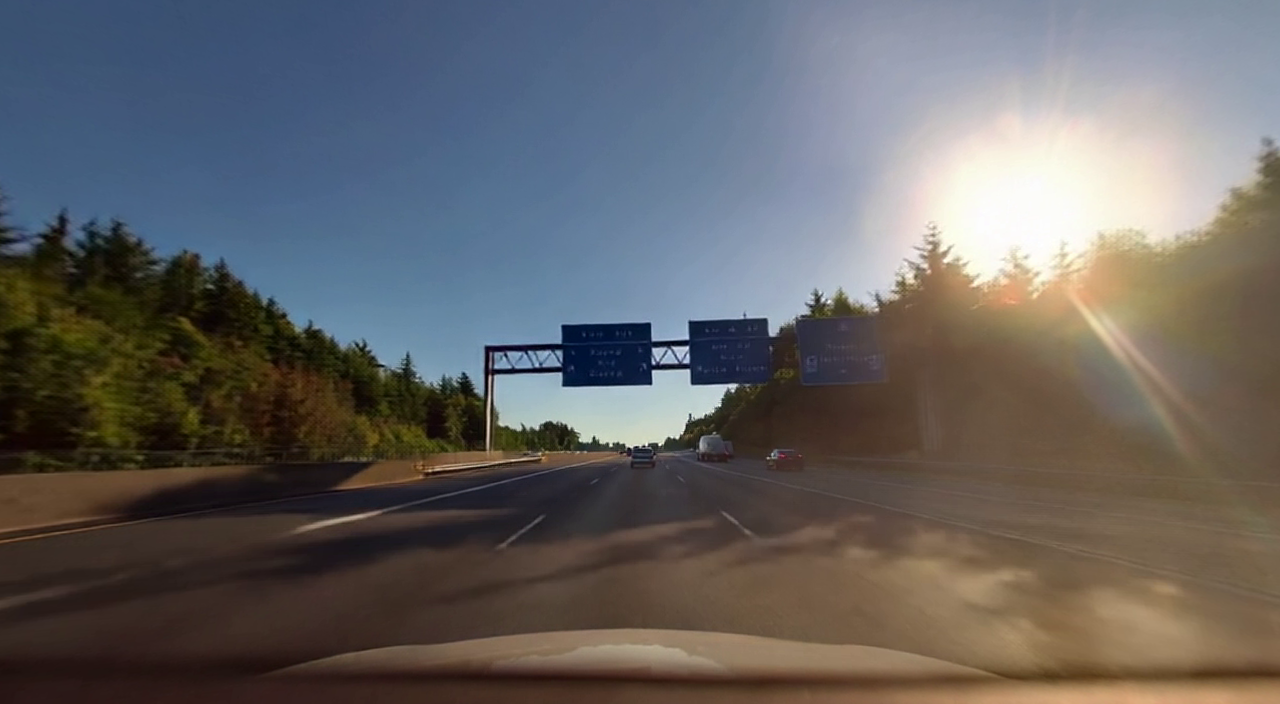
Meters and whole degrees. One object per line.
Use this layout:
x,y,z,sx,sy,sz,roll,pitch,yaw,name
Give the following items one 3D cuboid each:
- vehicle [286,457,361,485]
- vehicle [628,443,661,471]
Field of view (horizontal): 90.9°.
-18.070,6.778,36.218,1.859,1.437,4.679,0,-9,1,vehicle
0.300,7.218,43.486,2.167,1.847,4.097,0,-9,0,vehicle
